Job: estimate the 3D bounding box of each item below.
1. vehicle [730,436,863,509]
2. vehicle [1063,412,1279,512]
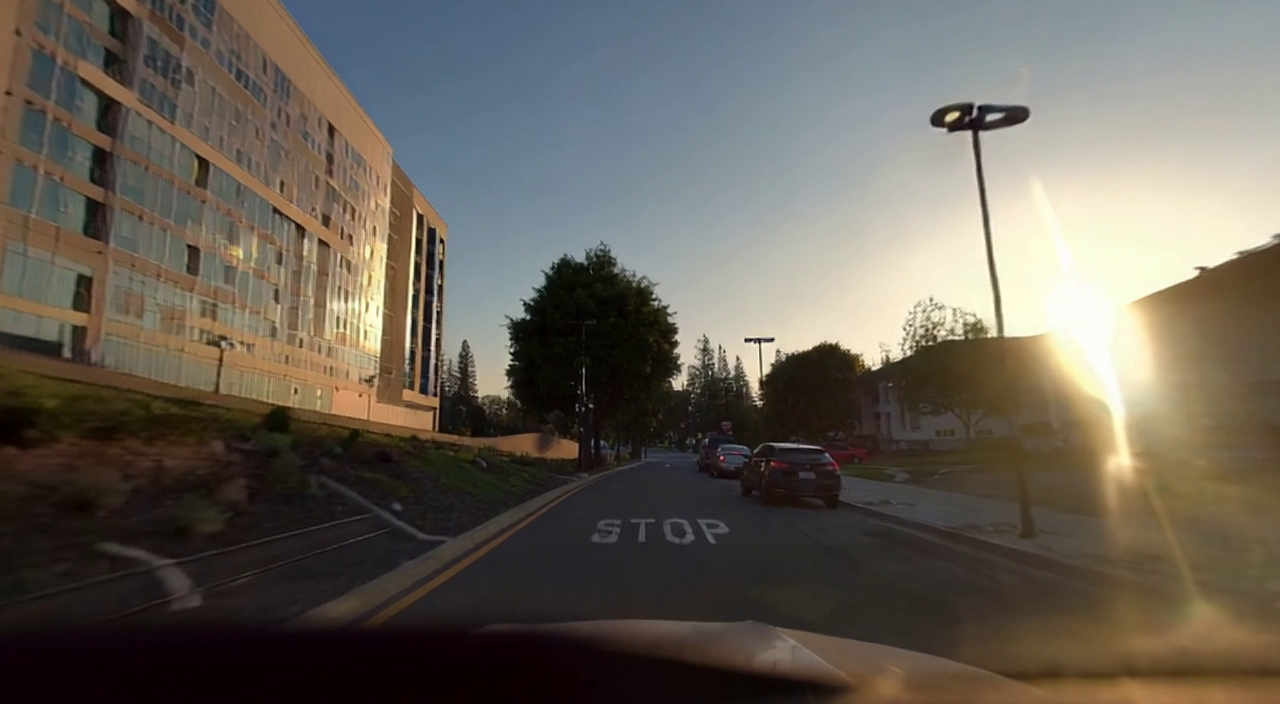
[{"bbox_3d":[3.547,2.819,15.280,2.024,1.475,4.565,0,-9,0],"label":"vehicle"},{"bbox_3d":[10.332,1.937,11.430,1.997,1.430,4.986,0,-9,2],"label":"vehicle"}]
